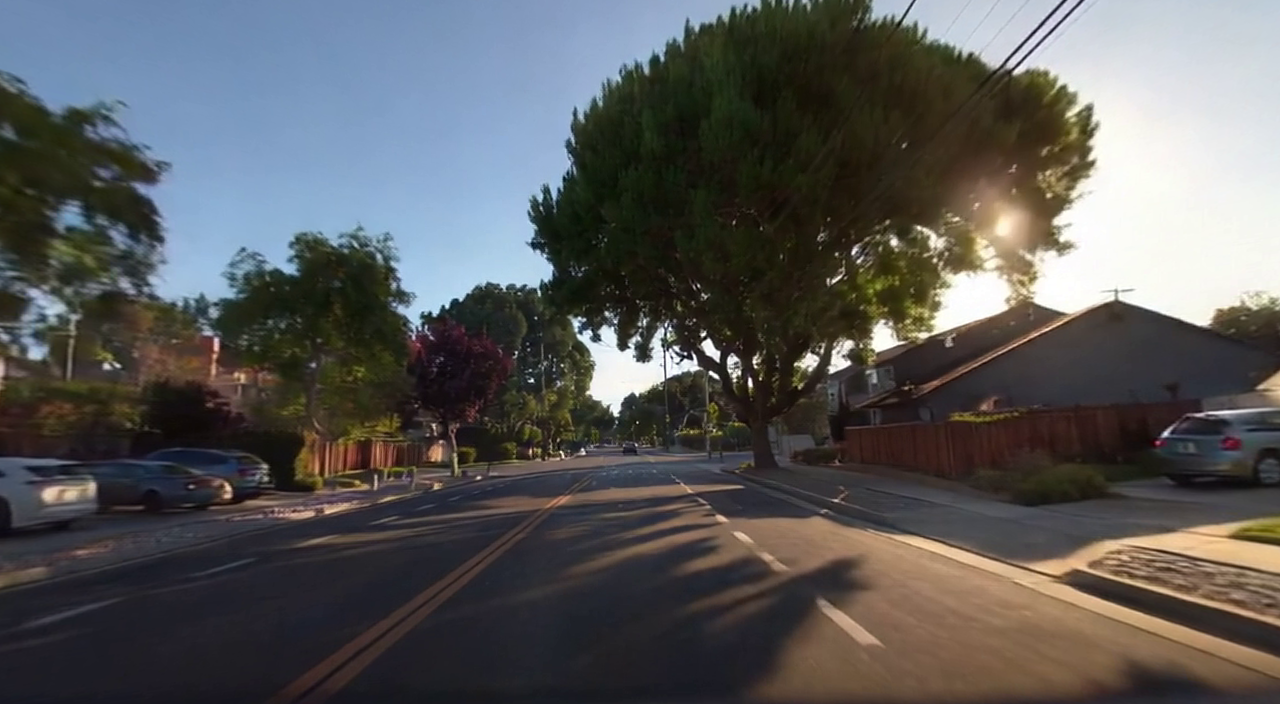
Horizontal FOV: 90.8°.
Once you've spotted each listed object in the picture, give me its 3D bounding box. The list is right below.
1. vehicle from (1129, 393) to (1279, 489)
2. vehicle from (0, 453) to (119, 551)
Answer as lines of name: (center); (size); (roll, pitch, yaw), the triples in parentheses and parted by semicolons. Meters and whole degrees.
vehicle: (13.129, 1.852, 13.125); (4.653, 1.775, 1.906); (1, -9, -10)
vehicle: (-12.271, 2.612, 11.352); (3.927, 1.560, 2.049); (0, -8, -1)
